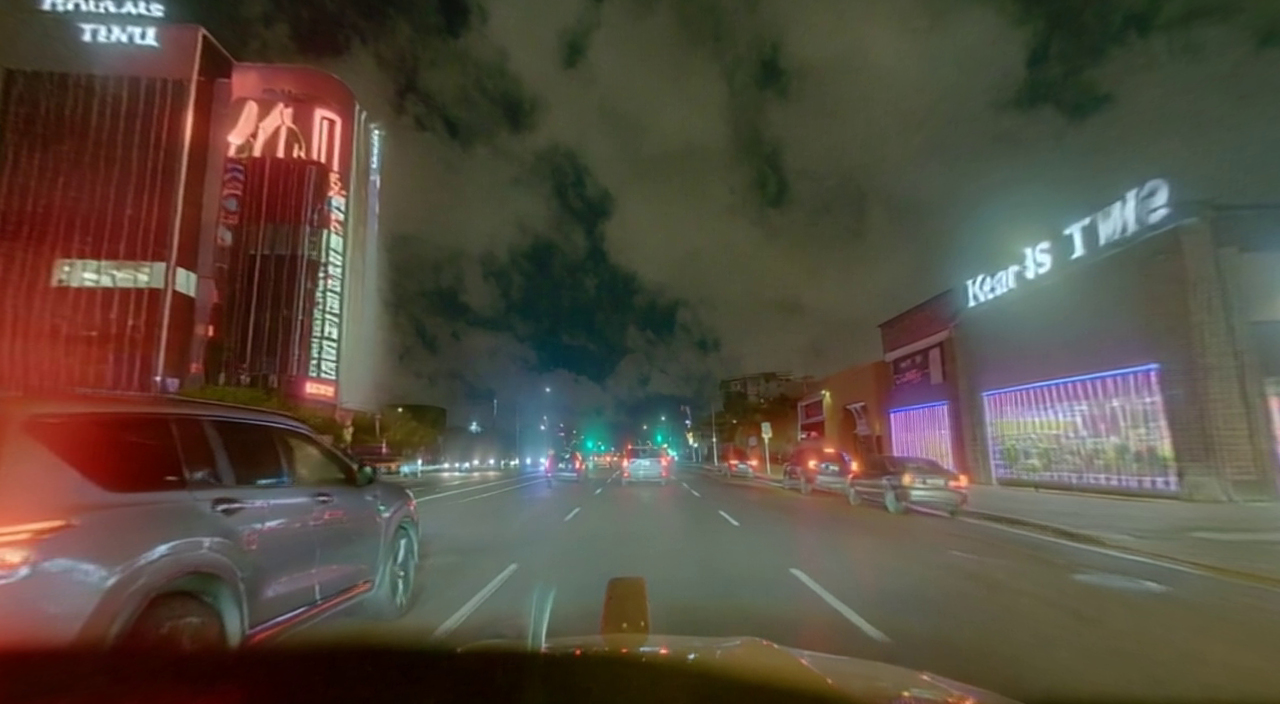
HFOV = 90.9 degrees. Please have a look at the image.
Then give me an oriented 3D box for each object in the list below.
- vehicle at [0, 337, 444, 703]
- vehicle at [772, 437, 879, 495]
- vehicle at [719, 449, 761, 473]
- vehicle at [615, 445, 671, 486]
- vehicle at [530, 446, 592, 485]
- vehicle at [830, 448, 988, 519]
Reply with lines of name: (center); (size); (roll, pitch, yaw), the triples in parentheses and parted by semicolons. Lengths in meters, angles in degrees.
vehicle: (-2.941, 1.064, 3.743); (2.049, 1.646, 4.445); (0, -9, 1)
vehicle: (6.440, 4.022, 22.619); (2.159, 1.817, 5.056); (0, -9, -2)
vehicle: (6.801, 7.447, 43.334); (2.014, 1.495, 4.562); (0, -9, -1)
vehicle: (0.122, 4.431, 24.968); (2.037, 1.484, 4.073); (0, -9, 0)
vehicle: (-3.169, 4.658, 26.242); (1.950, 1.450, 4.257); (0, -9, 1)
vehicle: (6.362, 3.130, 15.576); (1.944, 1.462, 4.406); (0, -9, 0)
